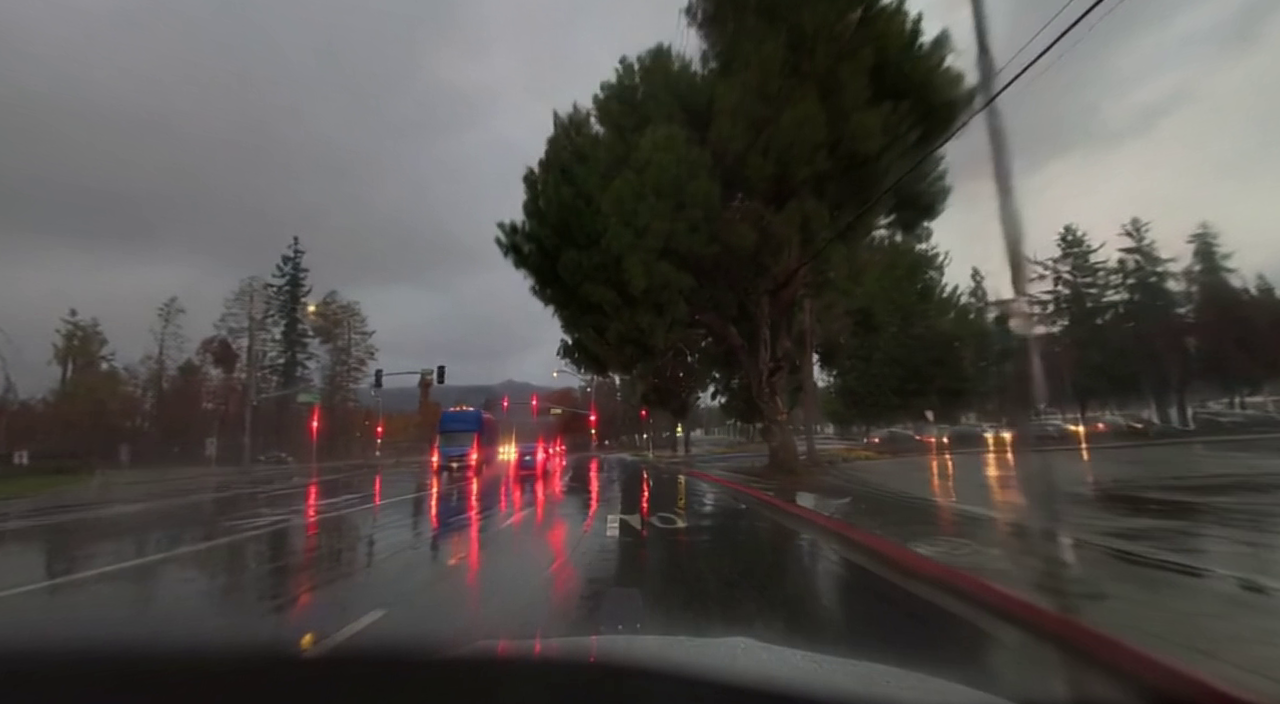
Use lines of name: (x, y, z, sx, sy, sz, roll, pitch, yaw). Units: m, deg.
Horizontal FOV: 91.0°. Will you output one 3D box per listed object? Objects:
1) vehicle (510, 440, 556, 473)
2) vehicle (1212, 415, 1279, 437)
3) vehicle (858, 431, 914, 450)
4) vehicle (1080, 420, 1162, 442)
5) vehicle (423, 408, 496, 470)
vehicle: (-5.336, 5.265, 31.906, 2.019, 1.485, 4.565, 1, -9, -7)
vehicle: (46.704, 5.666, 47.766, 4.373, 1.593, 1.908, -2, -9, 15)
vehicle: (19.391, 6.993, 49.628, 3.718, 1.480, 1.981, 4, -9, -21)
vehicle: (38.107, 6.283, 49.994, 4.643, 1.620, 1.938, -2, -9, 13)
vehicle: (-9.397, 4.670, 33.504, 2.461, 2.889, 6.776, 1, -9, -6)
